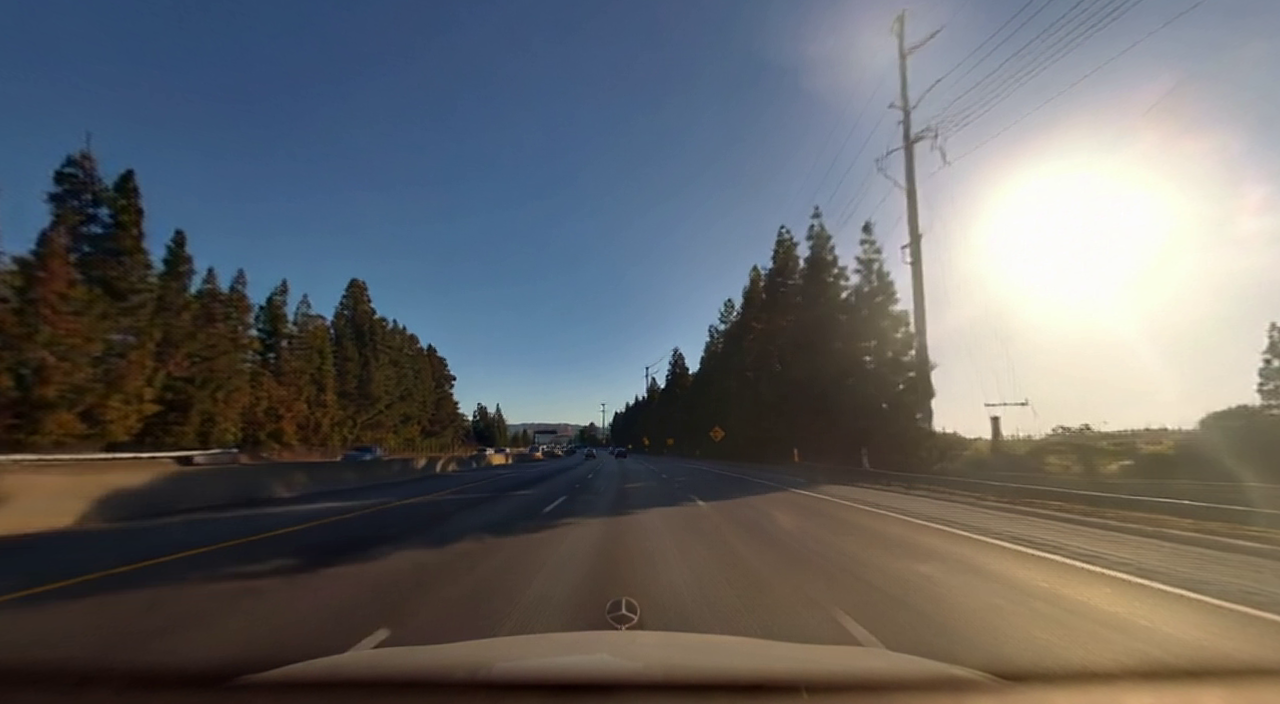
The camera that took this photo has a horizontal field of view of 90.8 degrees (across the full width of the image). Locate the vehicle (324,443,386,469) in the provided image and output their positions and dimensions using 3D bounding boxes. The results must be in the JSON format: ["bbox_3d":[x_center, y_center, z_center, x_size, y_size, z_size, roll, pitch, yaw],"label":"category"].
[{"bbox_3d":[-19.139,6.996,42.646,2.120,1.660,4.524,0,-9,-2],"label":"vehicle"}]
